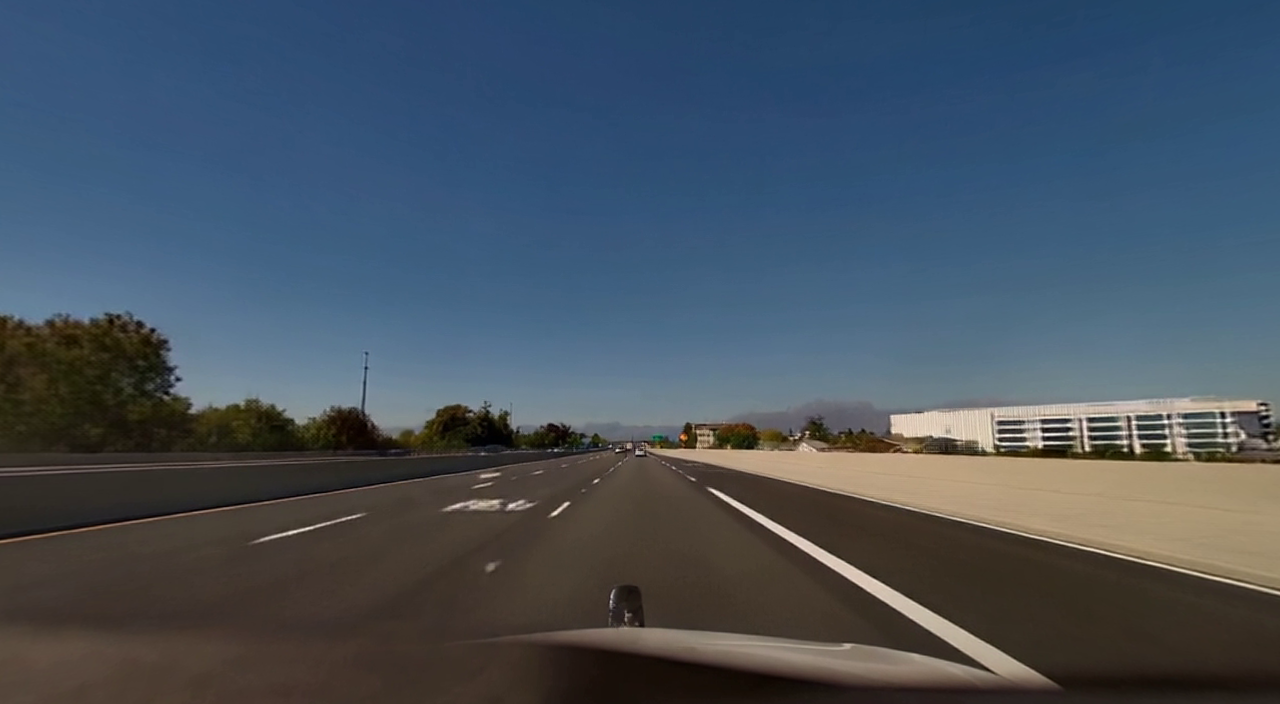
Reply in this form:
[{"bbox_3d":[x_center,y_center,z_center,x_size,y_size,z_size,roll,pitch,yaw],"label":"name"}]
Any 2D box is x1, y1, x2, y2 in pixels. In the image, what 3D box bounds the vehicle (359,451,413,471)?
[{"bbox_3d":[-18.317,7.844,45.739,2.133,1.364,4.258,0,-9,1],"label":"vehicle"}]
